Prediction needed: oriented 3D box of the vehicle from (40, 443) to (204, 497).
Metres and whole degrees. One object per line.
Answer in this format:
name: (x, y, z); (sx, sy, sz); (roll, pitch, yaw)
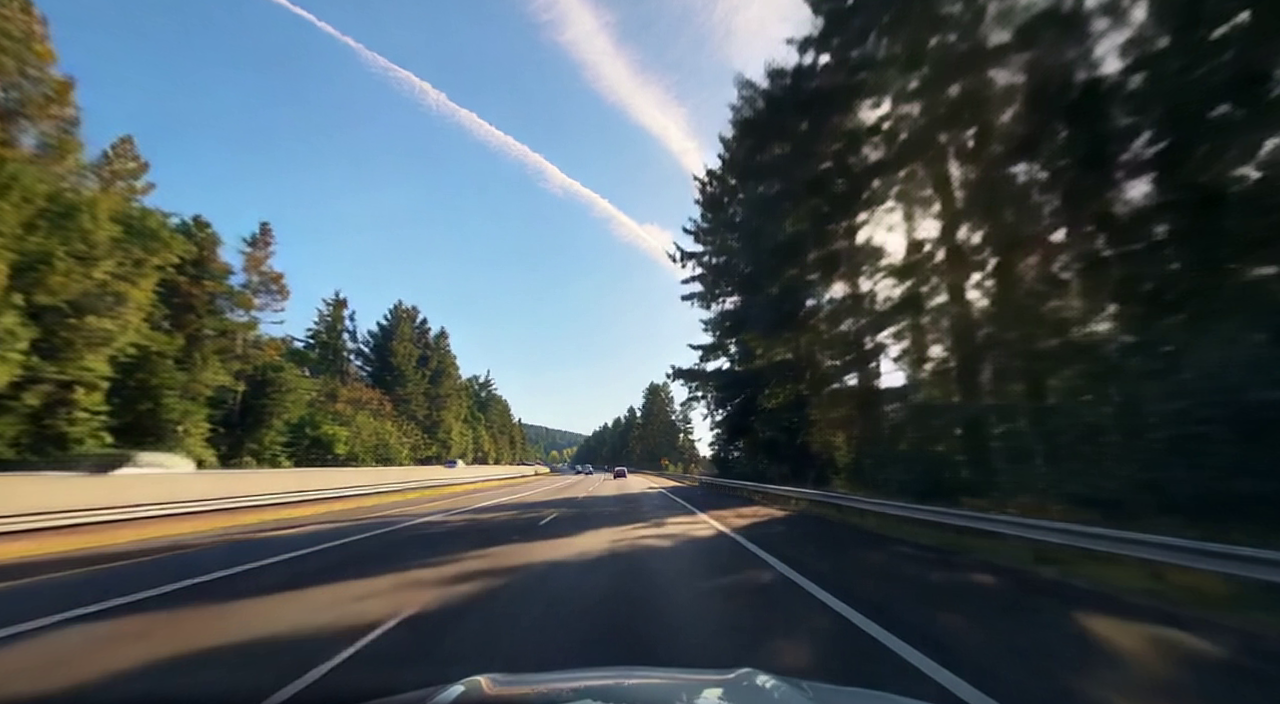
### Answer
vehicle: (-16.322, 3.775, 20.182); (1.832, 1.501, 3.975); (1, -11, 0)
